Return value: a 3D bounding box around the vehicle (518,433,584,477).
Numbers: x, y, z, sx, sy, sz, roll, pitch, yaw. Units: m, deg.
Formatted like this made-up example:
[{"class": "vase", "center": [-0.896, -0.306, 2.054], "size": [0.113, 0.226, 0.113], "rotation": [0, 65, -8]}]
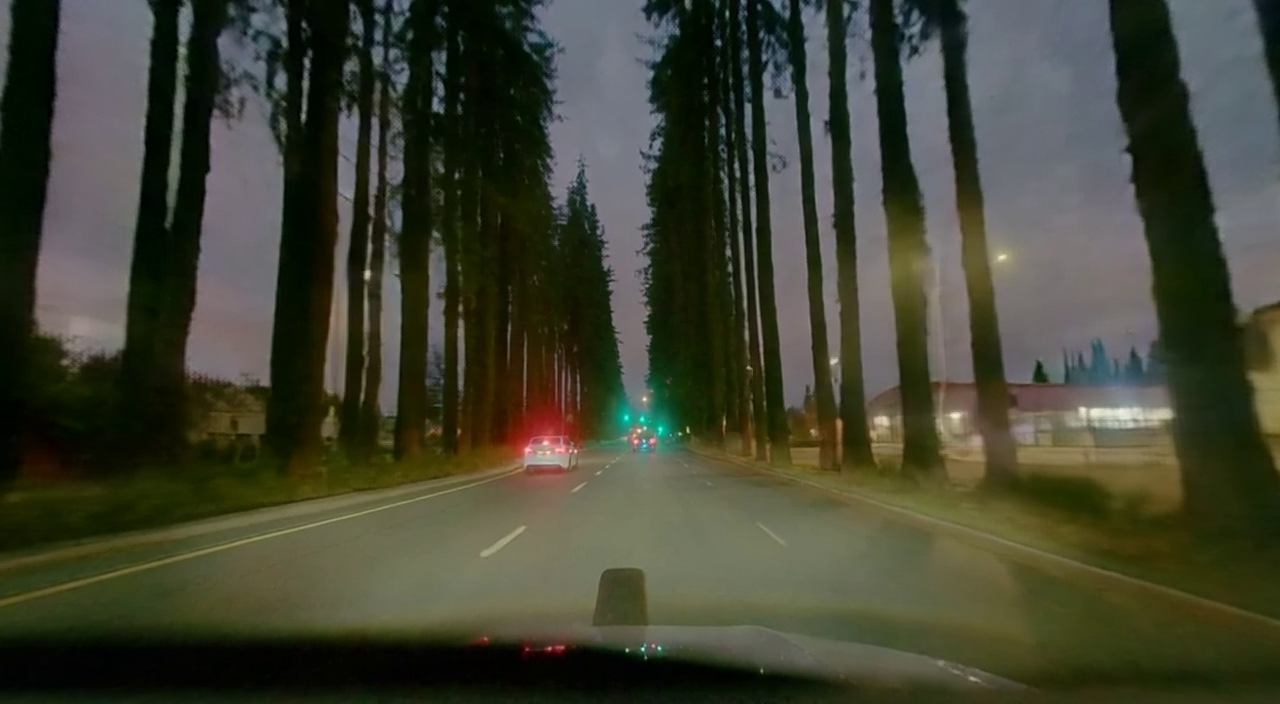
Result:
[{"class": "vehicle", "center": [-3.496, 4.130, 25.529], "size": [1.914, 1.630, 4.351], "rotation": [0, -8, 2]}]
